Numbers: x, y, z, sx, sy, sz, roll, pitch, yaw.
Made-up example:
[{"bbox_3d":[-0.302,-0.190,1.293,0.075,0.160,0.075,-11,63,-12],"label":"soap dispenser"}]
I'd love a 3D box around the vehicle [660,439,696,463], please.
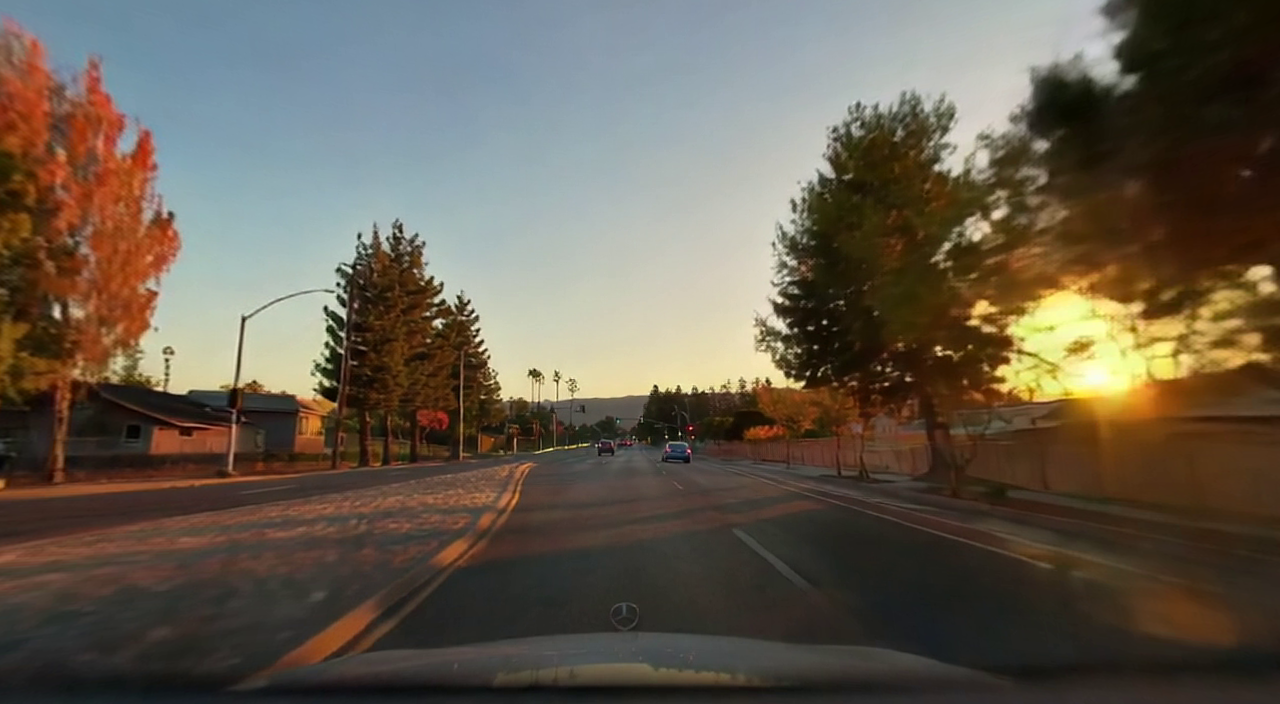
[{"bbox_3d":[2.489,6.632,42.233,2.105,1.490,4.008,0,-8,-1],"label":"vehicle"}]
